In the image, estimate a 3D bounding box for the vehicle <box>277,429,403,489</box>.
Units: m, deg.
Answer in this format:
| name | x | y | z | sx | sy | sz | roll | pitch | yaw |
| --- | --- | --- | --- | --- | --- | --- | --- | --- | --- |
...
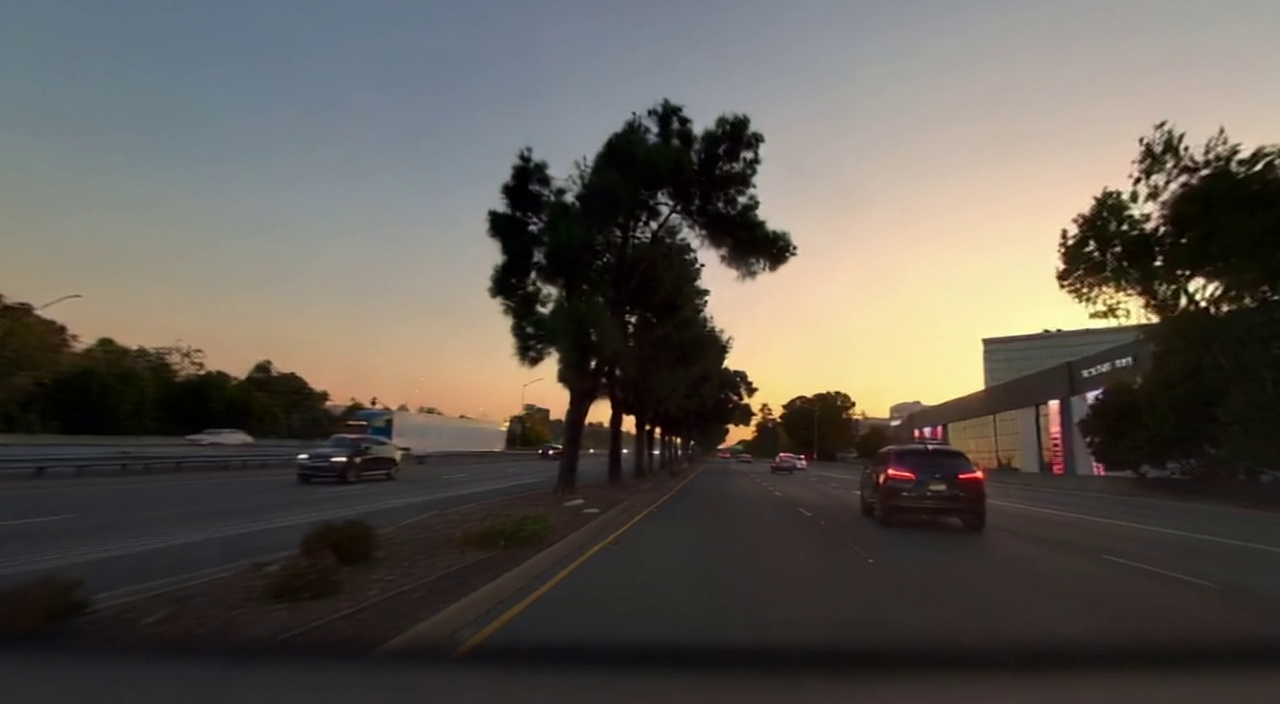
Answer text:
| name | x | y | z | sx | sy | sz | roll | pitch | yaw |
| --- | --- | --- | --- | --- | --- | --- | --- | --- | --- |
| vehicle | -9.711 | 3.493 | 20.838 | 1.932 | 1.781 | 3.906 | -1 | -9 | 5 |
